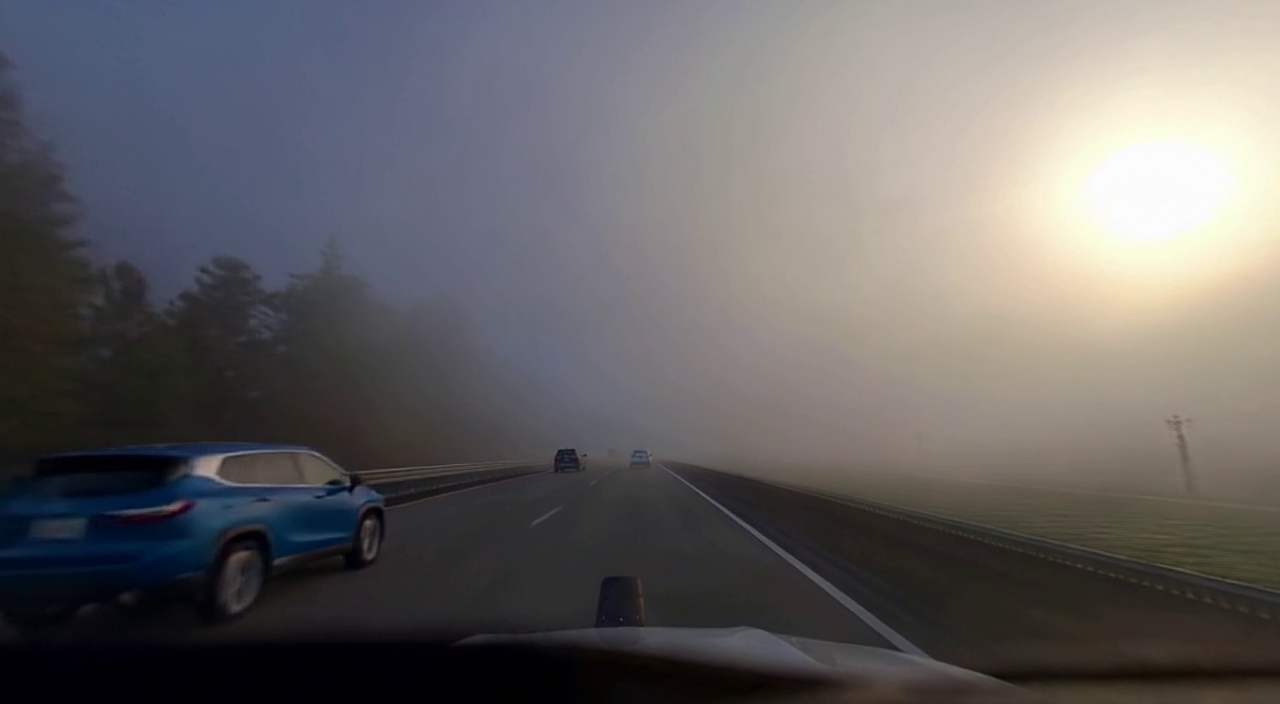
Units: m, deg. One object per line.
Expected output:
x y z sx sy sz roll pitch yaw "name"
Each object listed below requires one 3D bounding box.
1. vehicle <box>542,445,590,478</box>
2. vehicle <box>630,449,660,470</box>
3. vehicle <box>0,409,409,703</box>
-3.986 5.984 34.811 2.100 1.667 4.223 0 -9 1 "vehicle"
0.353 7.911 46.469 2.046 1.452 4.407 0 -9 0 "vehicle"
-3.740 1.360 5.187 2.034 1.520 4.236 0 -9 1 "vehicle"
